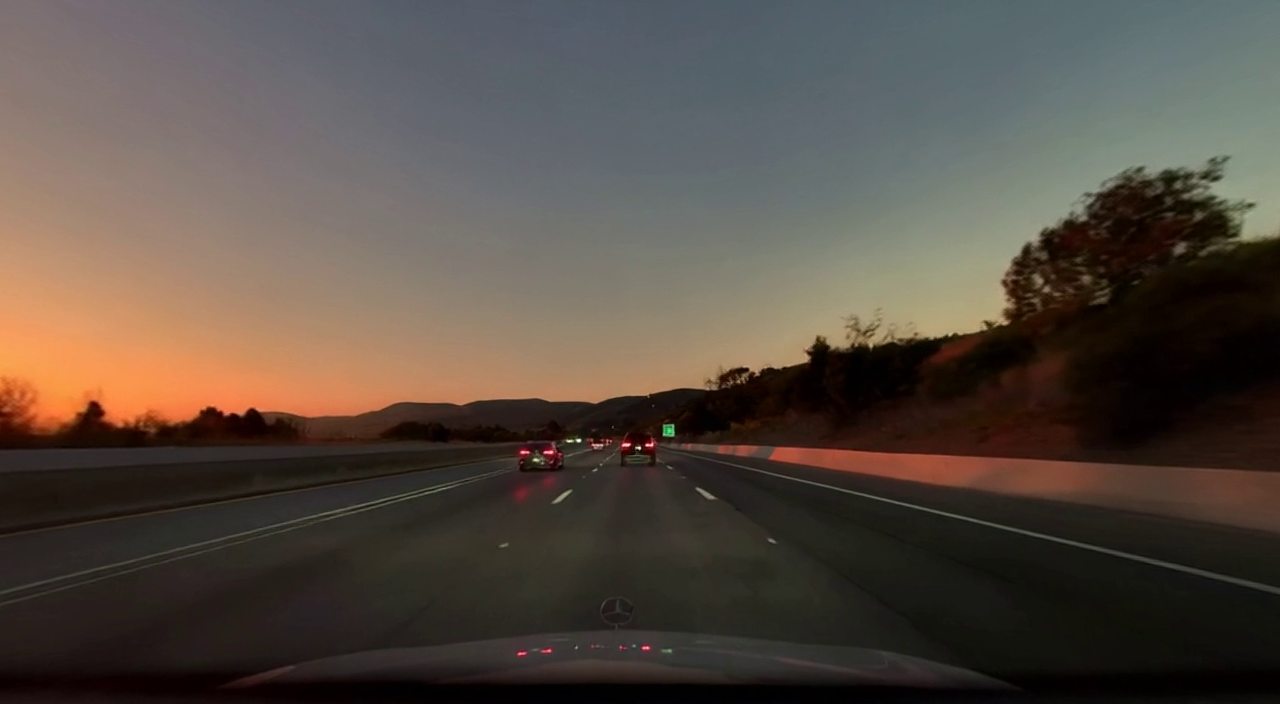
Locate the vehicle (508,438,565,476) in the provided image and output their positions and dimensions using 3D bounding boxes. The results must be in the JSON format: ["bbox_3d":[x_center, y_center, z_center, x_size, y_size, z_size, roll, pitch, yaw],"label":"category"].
[{"bbox_3d":[-4.462,4.557,27.612,1.945,1.550,3.780,0,-8,-1],"label":"vehicle"}]

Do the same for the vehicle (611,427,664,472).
[{"bbox_3d":[-0.166,4.719,30.653,2.382,1.973,4.439,0,-8,-1],"label":"vehicle"}]
